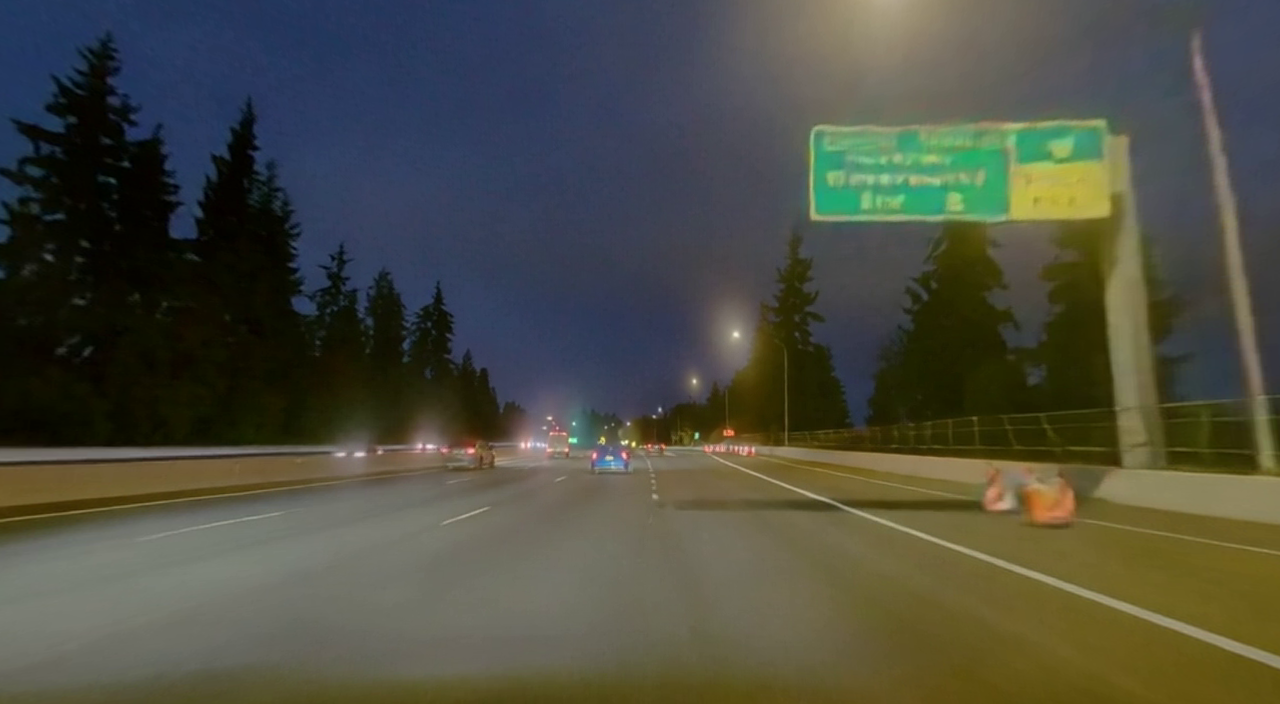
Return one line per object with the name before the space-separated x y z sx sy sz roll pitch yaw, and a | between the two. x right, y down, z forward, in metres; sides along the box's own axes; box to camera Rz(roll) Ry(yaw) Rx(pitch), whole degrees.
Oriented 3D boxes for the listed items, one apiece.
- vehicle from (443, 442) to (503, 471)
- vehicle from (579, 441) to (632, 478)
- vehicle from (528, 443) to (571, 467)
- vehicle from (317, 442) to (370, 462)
vehicle | -8.966 5.616 34.082 1.946 1.472 4.472 0 -8 1
vehicle | -1.407 4.644 27.409 1.963 1.462 4.681 0 -8 1
vehicle | -5.588 6.403 39.260 1.951 1.439 4.633 0 -8 1
vehicle | -23.185 7.834 49.258 1.939 1.504 4.576 0 -8 0
